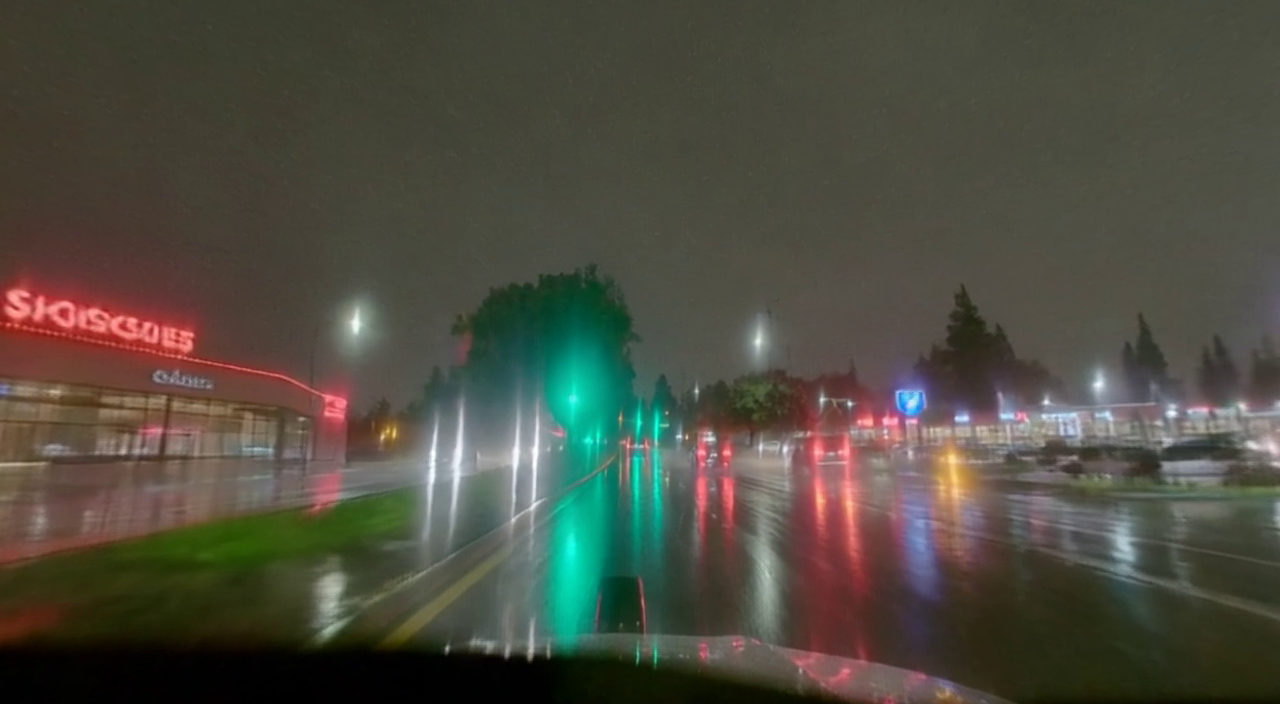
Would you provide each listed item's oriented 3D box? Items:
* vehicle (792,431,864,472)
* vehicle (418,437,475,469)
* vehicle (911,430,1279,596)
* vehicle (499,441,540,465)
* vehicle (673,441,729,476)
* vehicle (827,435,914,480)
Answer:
[{"bbox_3d":[10.344,5.534,35.338,2.154,2.099,5.756,0,-8,-1],"label":"vehicle"},{"bbox_3d":[-11.864,6.224,39.057,2.040,1.823,4.600,0,-8,0],"label":"vehicle"},{"bbox_3d":[5.876,1.827,8.275,2.072,1.491,4.753,1,-8,-7],"label":"vehicle"},{"bbox_3d":[-8.612,7.234,45.434,2.023,1.579,4.526,0,-8,1],"label":"vehicle"},{"bbox_3d":[2.769,4.951,29.668,2.099,1.463,4.365,0,-8,-1],"label":"vehicle"},{"bbox_3d":[10.334,4.756,28.821,2.045,1.831,5.000,0,-8,0],"label":"vehicle"}]
